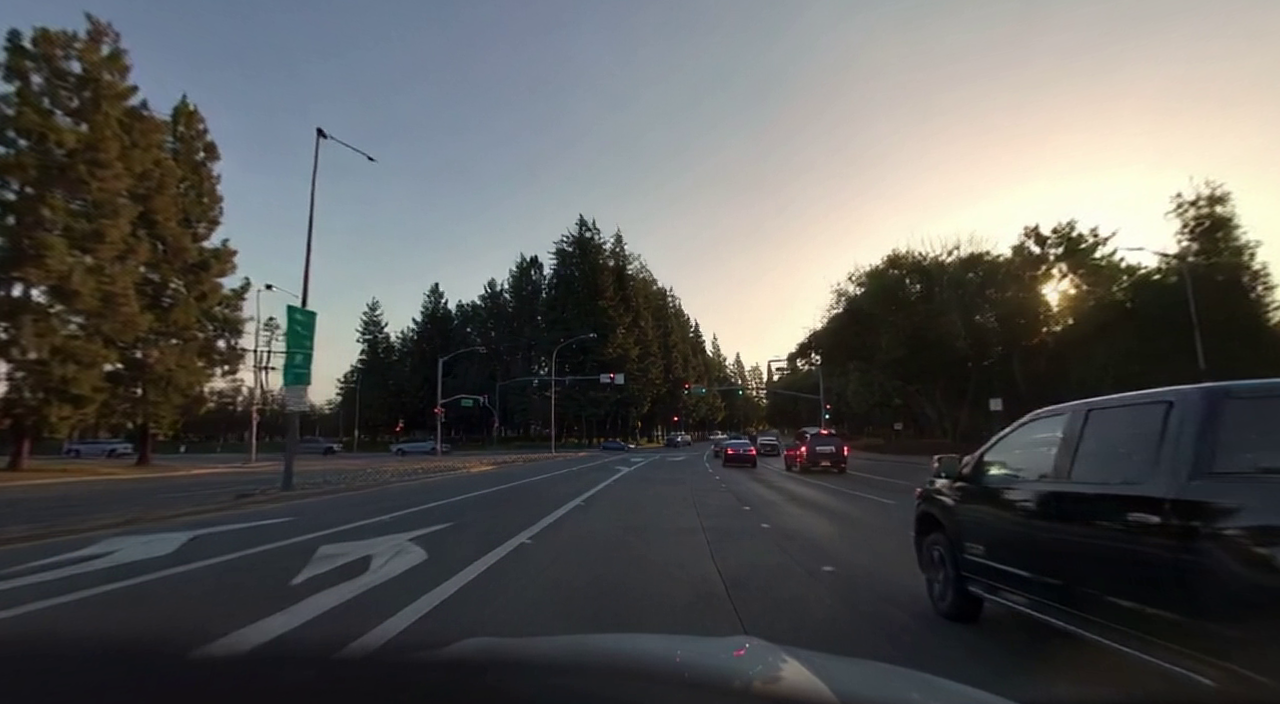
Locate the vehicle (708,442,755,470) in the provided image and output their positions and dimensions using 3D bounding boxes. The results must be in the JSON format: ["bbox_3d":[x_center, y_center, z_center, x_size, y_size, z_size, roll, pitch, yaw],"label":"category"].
[{"bbox_3d":[5.443,6.288,38.223,2.292,1.563,4.734,0,-8,2],"label":"vehicle"}]

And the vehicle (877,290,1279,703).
[{"bbox_3d":[3.279,0.782,2.673,2.333,1.777,5.713,0,-9,0],"label":"vehicle"}]

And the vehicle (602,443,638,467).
[{"bbox_3d":[-1.331,6.988,42.984,1.958,1.542,4.175,-1,-9,5],"label":"vehicle"}]

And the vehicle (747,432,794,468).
[{"bbox_3d":[8.643,6.572,42.317,2.186,2.202,5.426,-1,-9,2],"label":"vehicle"}]
